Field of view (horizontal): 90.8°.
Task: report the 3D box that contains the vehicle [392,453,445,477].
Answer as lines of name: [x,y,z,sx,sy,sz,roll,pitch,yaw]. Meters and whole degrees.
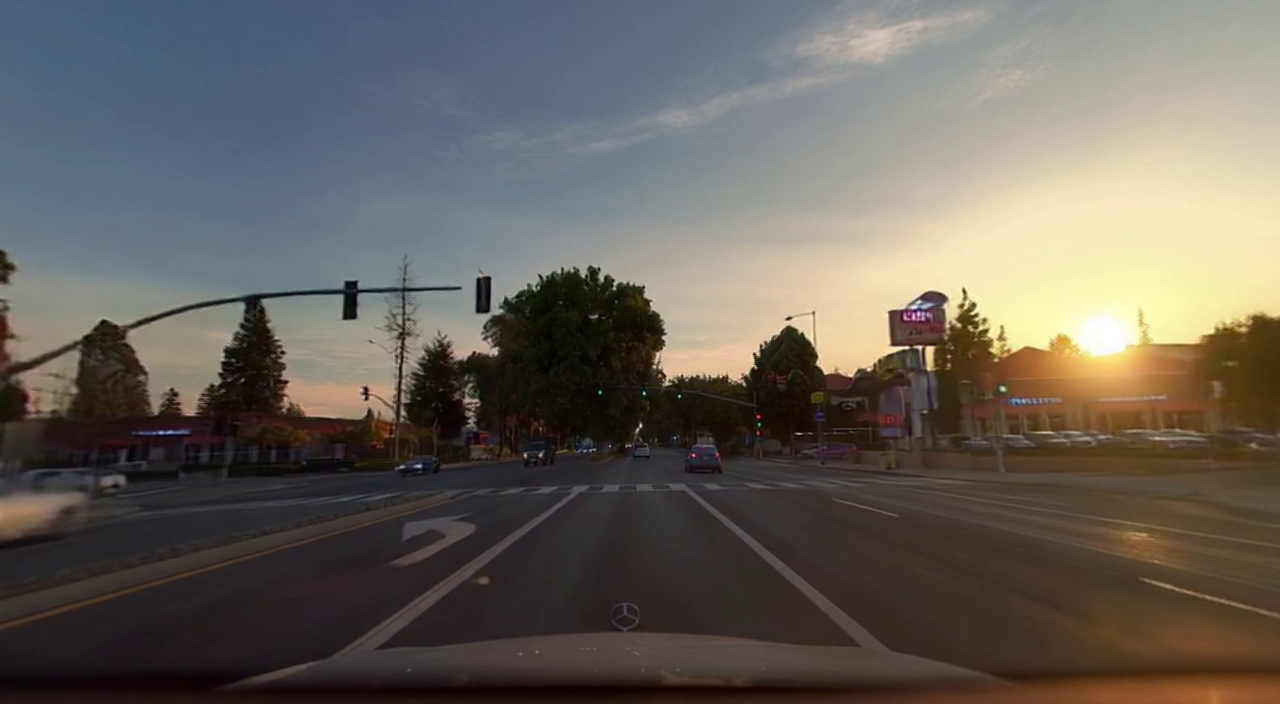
vehicle: [-15.486,7.901,44.461,2.086,1.483,4.418,0,-8,0]

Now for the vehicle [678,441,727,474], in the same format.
vehicle: [3.250,5.599,33.848,2.022,1.643,4.326,0,-8,-2]

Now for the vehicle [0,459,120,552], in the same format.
vehicle: [-11.626,2.607,10.630,1.891,1.481,4.533,0,-8,-1]
